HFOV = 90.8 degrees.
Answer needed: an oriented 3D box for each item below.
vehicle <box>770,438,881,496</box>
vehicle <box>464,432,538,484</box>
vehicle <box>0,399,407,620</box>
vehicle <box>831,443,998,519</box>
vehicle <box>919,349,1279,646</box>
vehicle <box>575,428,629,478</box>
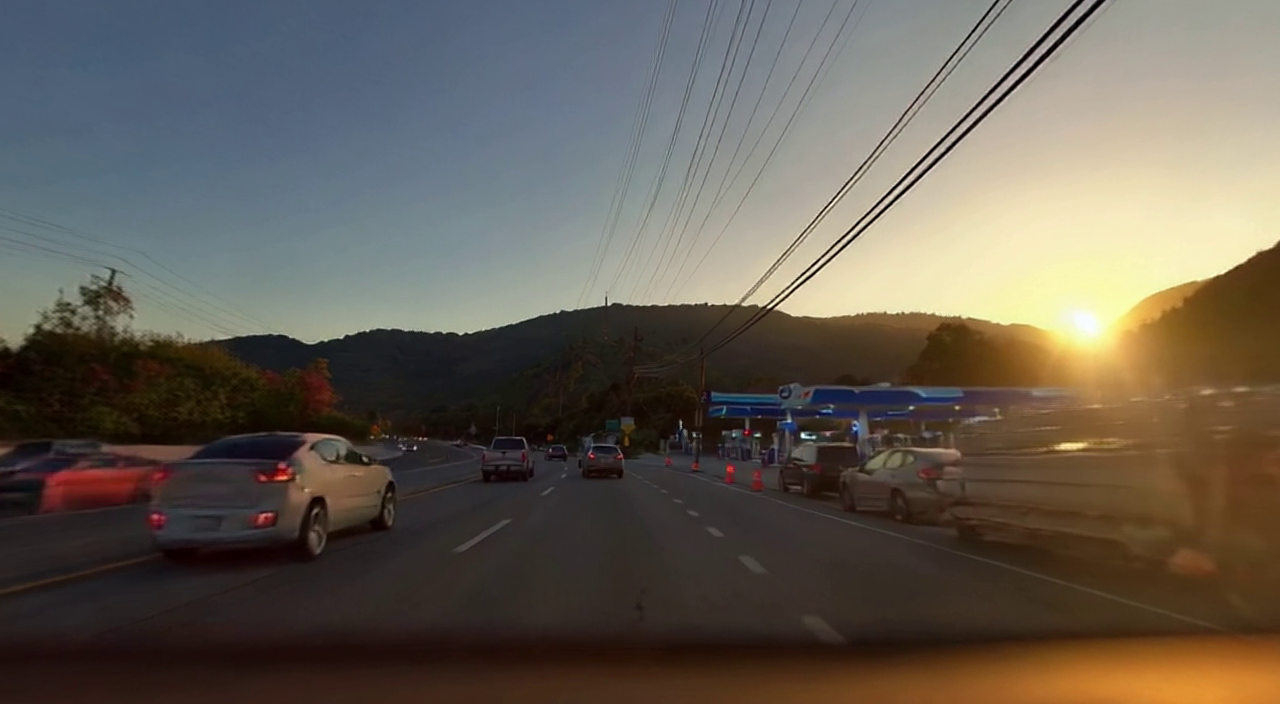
[{"bbox_3d":[6.100,3.827,21.414,2.058,1.747,4.585,1,-9,-4],"label":"vehicle"},{"bbox_3d":[-5.941,4.611,27.783,2.345,2.012,5.693,1,-9,-4],"label":"vehicle"},{"bbox_3d":[-4.612,1.588,7.320,2.185,1.721,4.550,0,-9,-2],"label":"vehicle"},{"bbox_3d":[6.190,2.936,14.962,1.877,1.503,4.653,0,-9,0],"label":"vehicle"},{"bbox_3d":[6.050,1.429,6.938,2.706,2.199,6.527,0,-9,-3],"label":"vehicle"},{"bbox_3d":[-2.022,5.094,31.874,2.486,2.280,5.291,1,-9,-6],"label":"vehicle"}]
